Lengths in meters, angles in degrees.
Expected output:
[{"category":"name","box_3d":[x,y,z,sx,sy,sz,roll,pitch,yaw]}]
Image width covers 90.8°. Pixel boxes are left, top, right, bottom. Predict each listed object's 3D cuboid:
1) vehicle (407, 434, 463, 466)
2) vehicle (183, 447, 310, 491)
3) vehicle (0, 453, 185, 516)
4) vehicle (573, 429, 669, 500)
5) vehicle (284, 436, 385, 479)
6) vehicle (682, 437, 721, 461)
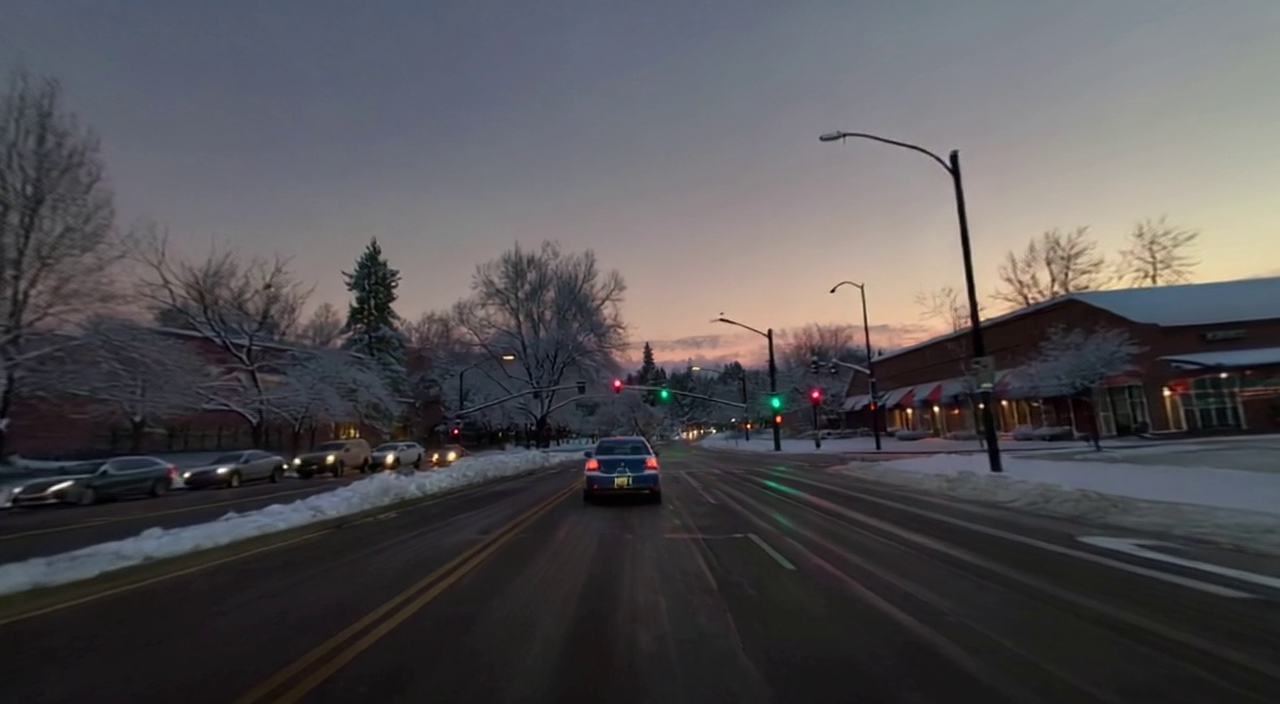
[{"category":"vehicle","box_3d":[-15.077,7.266,46.841,2.285,2.196,5.163,0,-9,1]},{"category":"vehicle","box_3d":[-15.591,4.615,25.389,2.131,1.560,4.563,-1,-9,1]},{"category":"vehicle","box_3d":[-15.659,3.603,17.796,1.931,1.455,5.023,0,-9,0]},{"category":"vehicle","box_3d":[-0.397,2.695,15.440,2.045,1.510,3.690,0,-9,0]},{"category":"vehicle","box_3d":[-15.426,5.355,32.392,2.250,1.981,5.861,0,-9,0]},{"category":"vehicle","box_3d":[3.848,6.169,40.187,2.122,1.454,4.271,0,-9,1]}]
